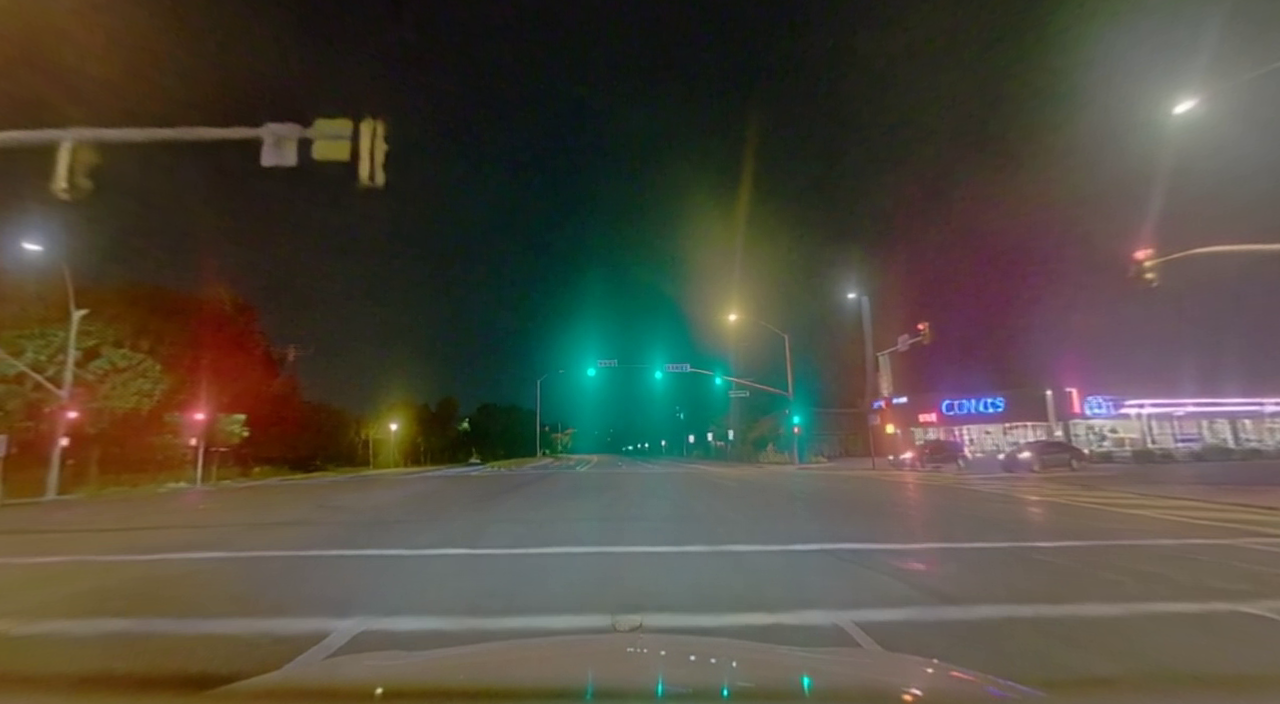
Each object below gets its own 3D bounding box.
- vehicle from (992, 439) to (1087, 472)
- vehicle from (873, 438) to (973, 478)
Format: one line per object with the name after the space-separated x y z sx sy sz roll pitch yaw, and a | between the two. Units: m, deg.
19.364 5.012 30.601 3.942 1.505 1.848 4 -9 -23 | vehicle
12.737 4.753 28.443 3.780 1.496 1.867 0 -8 -22 | vehicle
